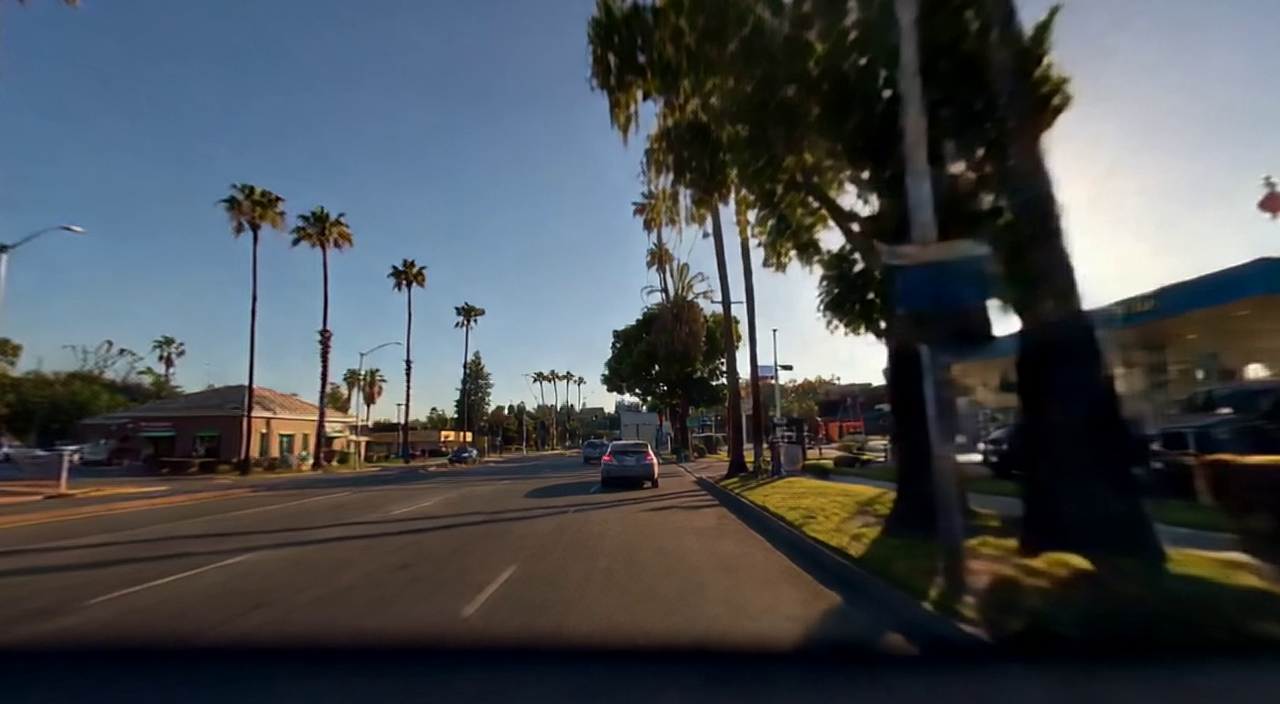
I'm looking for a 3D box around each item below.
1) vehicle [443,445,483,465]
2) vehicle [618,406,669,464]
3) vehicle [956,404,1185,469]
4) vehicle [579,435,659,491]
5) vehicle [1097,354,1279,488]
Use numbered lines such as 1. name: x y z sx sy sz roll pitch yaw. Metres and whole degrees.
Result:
1. vehicle: -13.733 8.013 49.056 1.923 1.490 4.372 0 -9 -1
2. vehicle: 0.228 5.632 42.161 3.100 3.468 8.108 0 -9 0
3. vehicle: 12.181 2.442 18.023 5.061 1.721 2.162 1 -9 -4
4. vehicle: -0.506 3.320 19.073 2.145 1.483 4.453 0 -9 2
5. vehicle: 12.283 1.320 11.587 5.968 2.162 2.319 1 -9 -5
